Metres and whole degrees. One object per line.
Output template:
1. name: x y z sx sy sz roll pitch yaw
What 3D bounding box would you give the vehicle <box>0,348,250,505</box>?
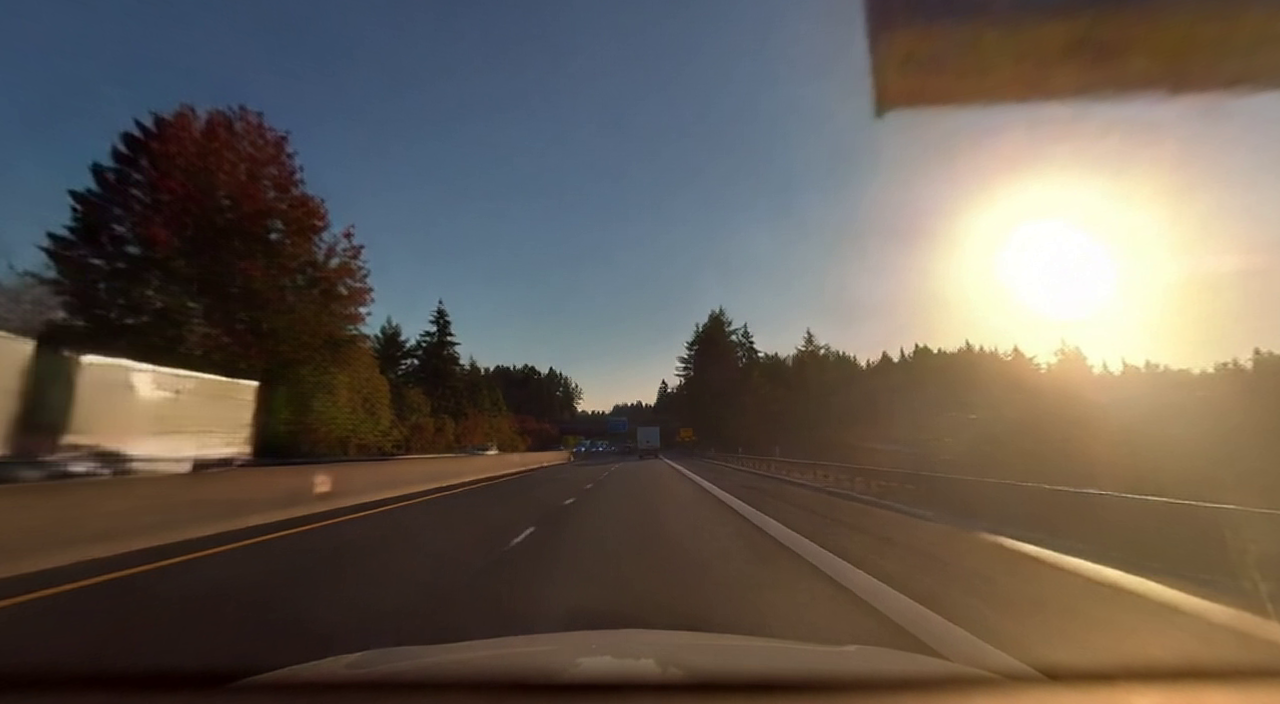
1. vehicle: -16.437 2.476 20.015 2.866 3.987 7.870 0 -9 1

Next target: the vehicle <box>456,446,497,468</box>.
1. vehicle: -11.528 7.427 44.644 1.827 1.465 4.048 0 -9 0
